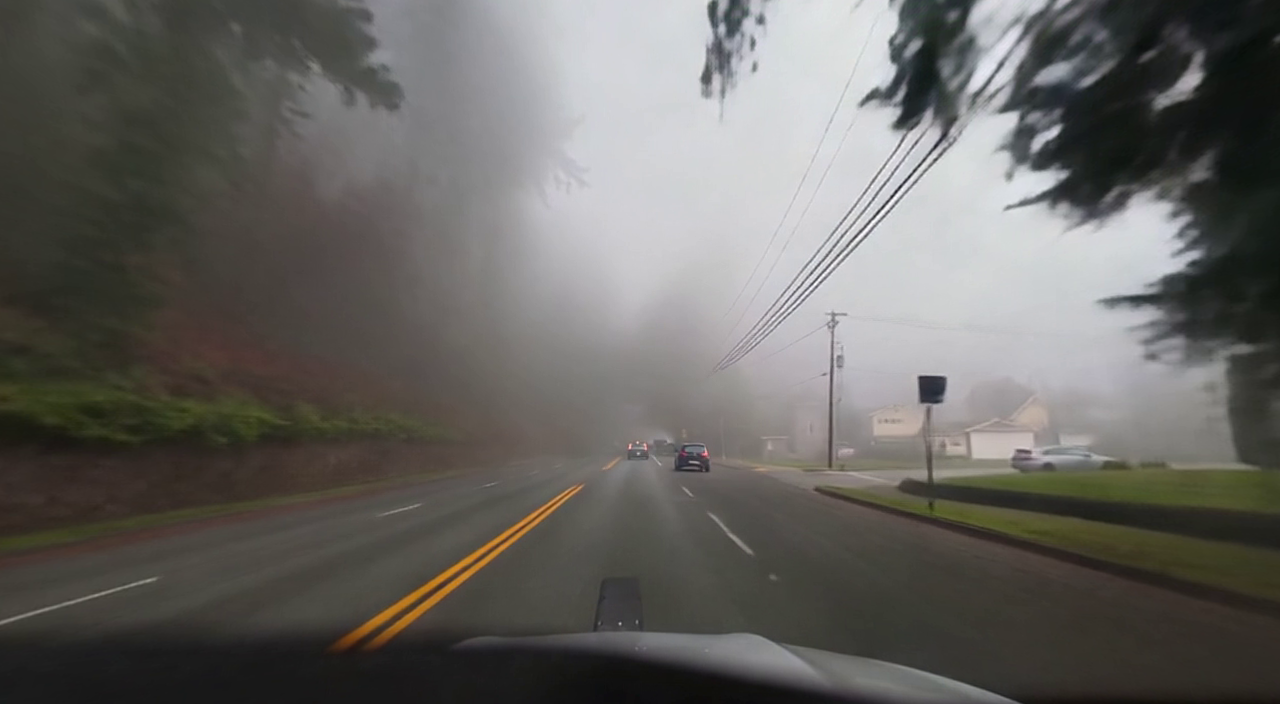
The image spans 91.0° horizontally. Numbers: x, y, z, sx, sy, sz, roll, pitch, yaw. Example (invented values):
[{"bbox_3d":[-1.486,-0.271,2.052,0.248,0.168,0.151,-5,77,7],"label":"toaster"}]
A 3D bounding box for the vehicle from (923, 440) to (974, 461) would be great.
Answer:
[{"bbox_3d":[22.295,7.138,45.614,1.851,1.458,3.709,0,-9,1],"label":"vehicle"}]

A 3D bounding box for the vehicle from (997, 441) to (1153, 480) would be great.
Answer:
[{"bbox_3d":[17.023,4.270,24.798,4.672,1.463,1.863,0,-9,2],"label":"vehicle"}]

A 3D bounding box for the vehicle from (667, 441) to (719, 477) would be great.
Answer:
[{"bbox_3d":[2.335,4.837,28.651,1.975,1.497,3.647,0,-9,-1],"label":"vehicle"}]
